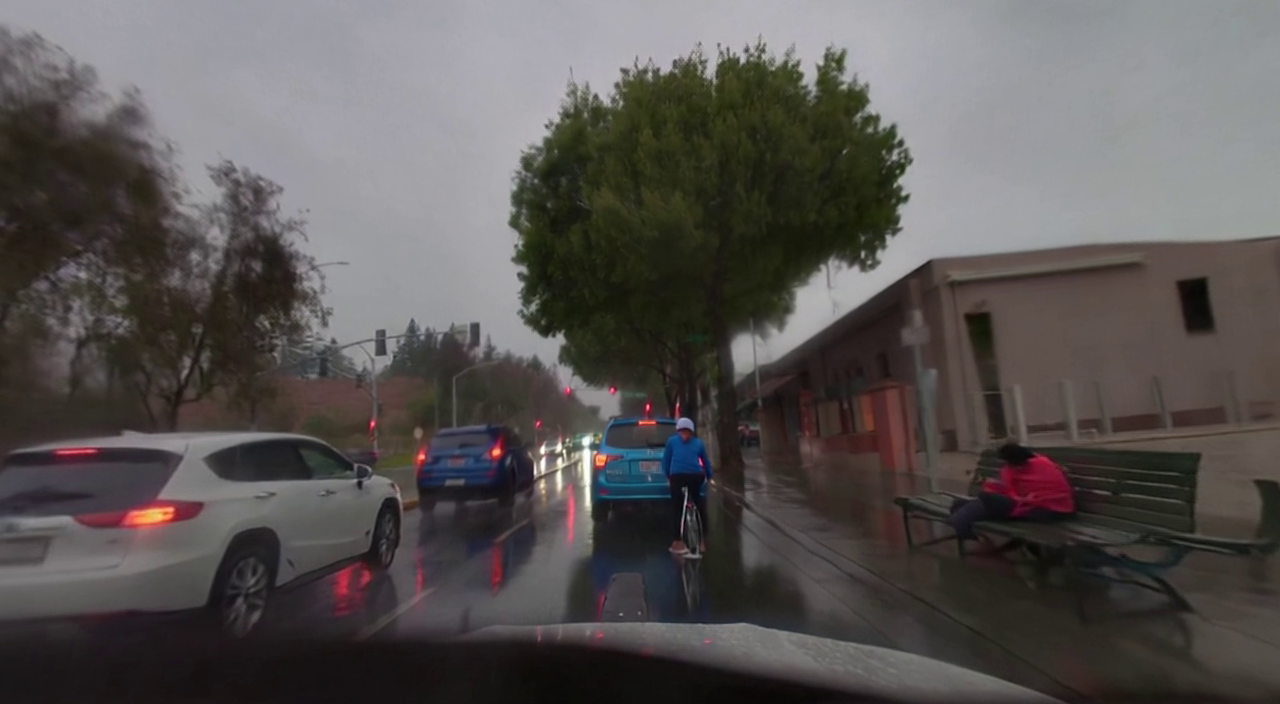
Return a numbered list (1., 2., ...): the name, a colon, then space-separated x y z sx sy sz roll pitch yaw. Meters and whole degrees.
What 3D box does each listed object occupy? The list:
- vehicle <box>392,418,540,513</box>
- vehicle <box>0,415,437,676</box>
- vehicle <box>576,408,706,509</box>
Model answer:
1. vehicle: -3.623 2.472 14.145 2.046 1.750 4.452 0 -9 0
2. vehicle: -3.599 1.435 5.782 2.064 1.486 4.140 0 -9 0
3. vehicle: -0.019 2.372 14.378 2.426 1.882 5.027 0 -9 -1
